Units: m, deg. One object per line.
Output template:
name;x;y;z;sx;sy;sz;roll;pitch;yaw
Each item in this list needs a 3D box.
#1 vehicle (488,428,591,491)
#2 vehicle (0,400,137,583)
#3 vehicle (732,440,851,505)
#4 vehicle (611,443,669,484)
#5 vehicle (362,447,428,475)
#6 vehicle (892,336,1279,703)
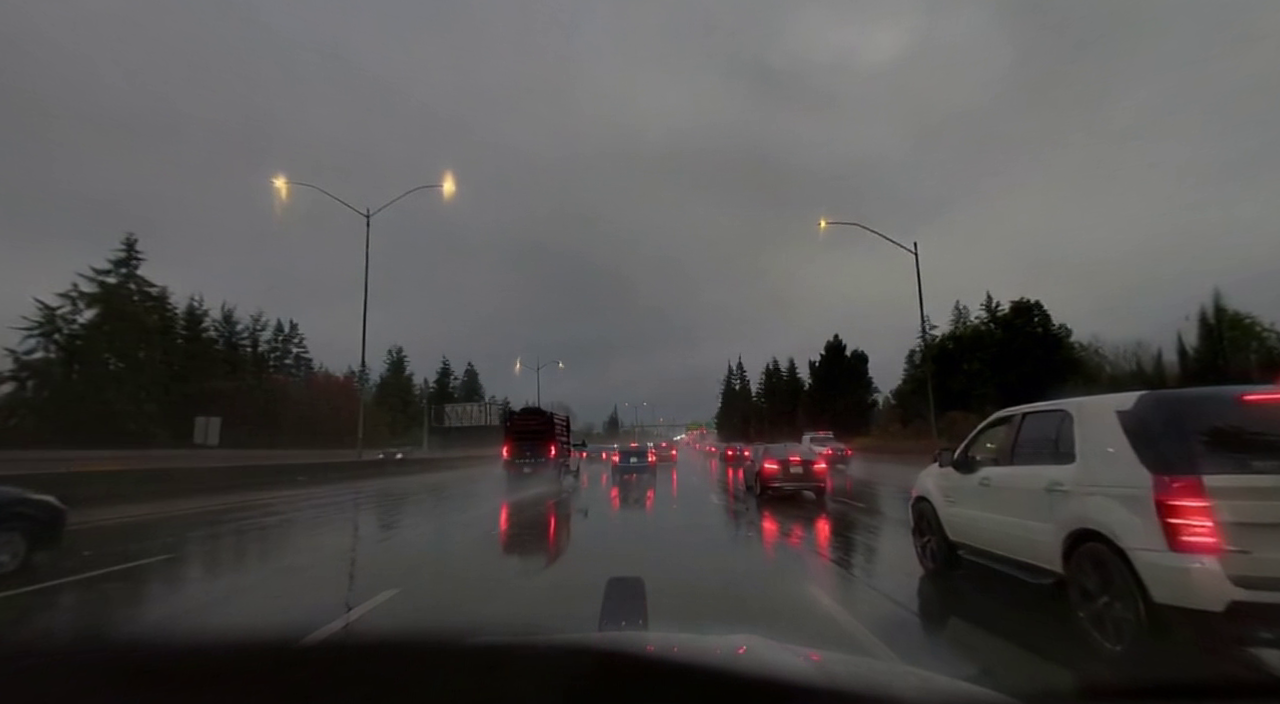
vehicle;-3.284;3.701;22.177;2.395;1.892;5.995;0;-8;2
vehicle;-7.457;1.246;5.336;2.191;1.789;4.960;0;-8;2
vehicle;3.866;3.150;17.070;1.907;1.474;4.840;0;-8;-2
vehicle;0.099;4.334;24.861;2.070;1.456;4.029;-1;-8;3
vehicle;-17.448;7.760;45.287;2.160;1.888;5.408;-1;-8;5
vehicle;3.857;1.122;4.810;1.999;1.777;4.578;0;-8;1
